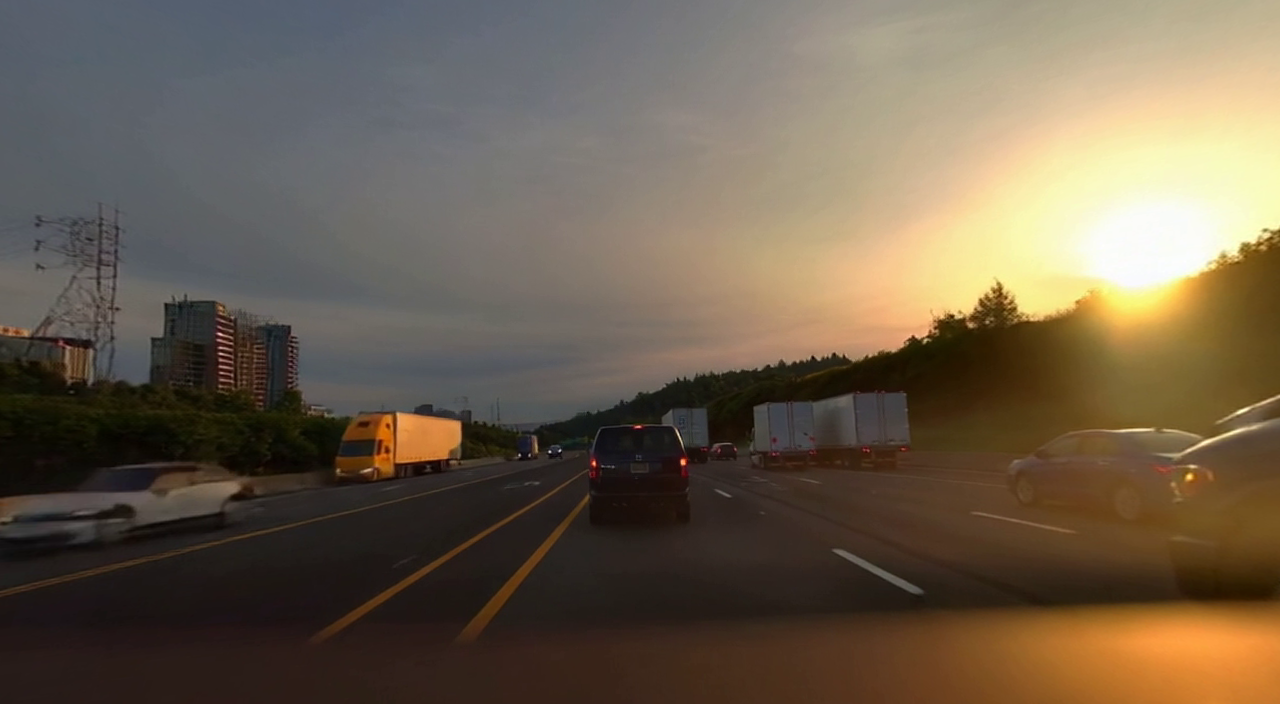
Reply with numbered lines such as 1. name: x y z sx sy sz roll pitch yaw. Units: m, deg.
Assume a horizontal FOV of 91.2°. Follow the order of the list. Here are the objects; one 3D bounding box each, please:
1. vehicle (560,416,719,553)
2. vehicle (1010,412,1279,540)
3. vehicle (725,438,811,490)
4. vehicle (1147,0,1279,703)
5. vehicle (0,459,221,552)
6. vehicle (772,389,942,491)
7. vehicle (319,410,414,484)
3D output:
1. vehicle: -0.021 1.906 9.556 1.965 1.664 3.428 0 -9 0
2. vehicle: 8.491 1.955 10.460 1.913 1.652 4.384 0 -9 0
3. vehicle: 4.005 3.564 20.231 1.859 1.512 3.711 0 -9 -2
4. vehicle: 4.250 -0.387 0.162 2.987 3.877 5.881 0 -9 -1
5. vehicle: -11.470 3.098 13.343 1.925 1.517 4.598 0 -9 0
6. vehicle: 7.978 3.570 25.133 2.799 3.188 10.578 0 -9 -1
7. vehicle: -16.257 5.714 37.806 2.984 4.020 5.983 -1 -9 0
